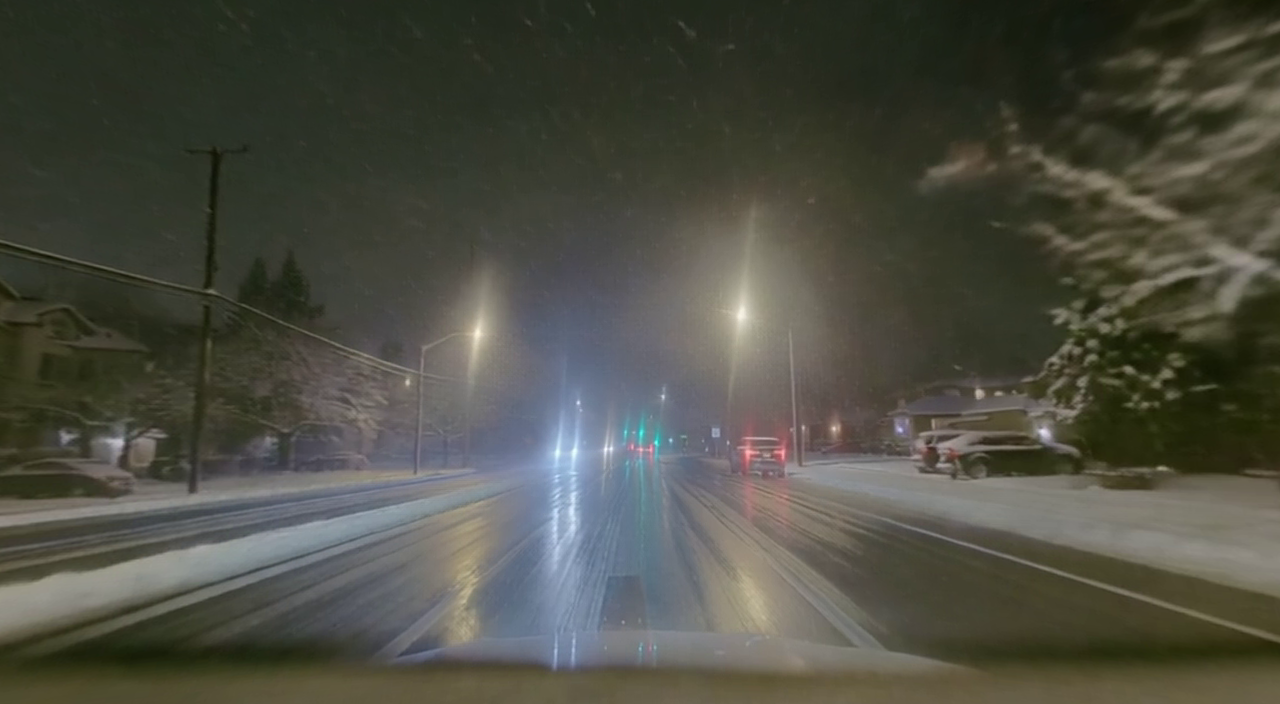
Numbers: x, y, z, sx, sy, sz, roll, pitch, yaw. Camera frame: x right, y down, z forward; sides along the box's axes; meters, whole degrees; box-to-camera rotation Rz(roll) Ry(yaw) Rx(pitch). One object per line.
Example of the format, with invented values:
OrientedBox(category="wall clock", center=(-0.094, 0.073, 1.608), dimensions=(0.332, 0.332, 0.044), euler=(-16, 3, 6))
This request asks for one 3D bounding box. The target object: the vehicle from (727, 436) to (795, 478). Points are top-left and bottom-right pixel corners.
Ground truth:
OrientedBox(category="vehicle", center=(5.595, 4.926, 29.692), dimensions=(2.114, 1.799, 4.960), euler=(0, -9, -1))

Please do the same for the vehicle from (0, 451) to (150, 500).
OrientedBox(category="vehicle", center=(-19.061, 3.998, 20.487), dimensions=(4.500, 1.482, 1.916), euler=(0, -9, 2))

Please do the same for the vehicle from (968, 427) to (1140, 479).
OrientedBox(category="vehicle", center=(13.960, 3.416, 21.378), dimensions=(4.399, 1.663, 1.970), euler=(0, -8, 0))
